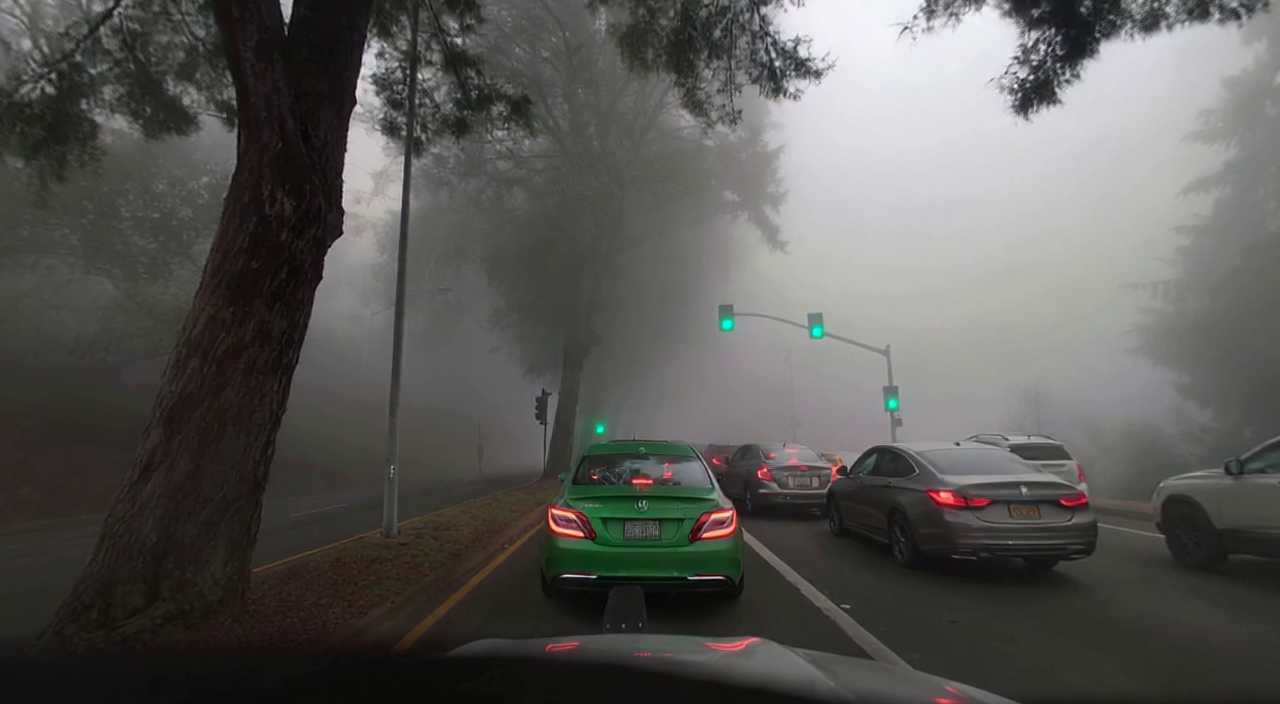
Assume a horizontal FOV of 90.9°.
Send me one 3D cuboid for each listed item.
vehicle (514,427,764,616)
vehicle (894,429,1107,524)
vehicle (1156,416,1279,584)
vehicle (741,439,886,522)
[{"bbox_3d":[0.009,1.684,7.114,2.015,1.502,3.898,0,-9,1],"label":"vehicle"},{"bbox_3d":[7.026,2.461,12.909,1.923,1.611,4.094,0,-9,0],"label":"vehicle"},{"bbox_3d":[6.940,1.341,5.589,1.783,1.572,3.421,0,-9,1],"label":"vehicle"},{"bbox_3d":[3.536,2.715,13.820,1.934,1.494,4.446,0,-9,0],"label":"vehicle"}]
